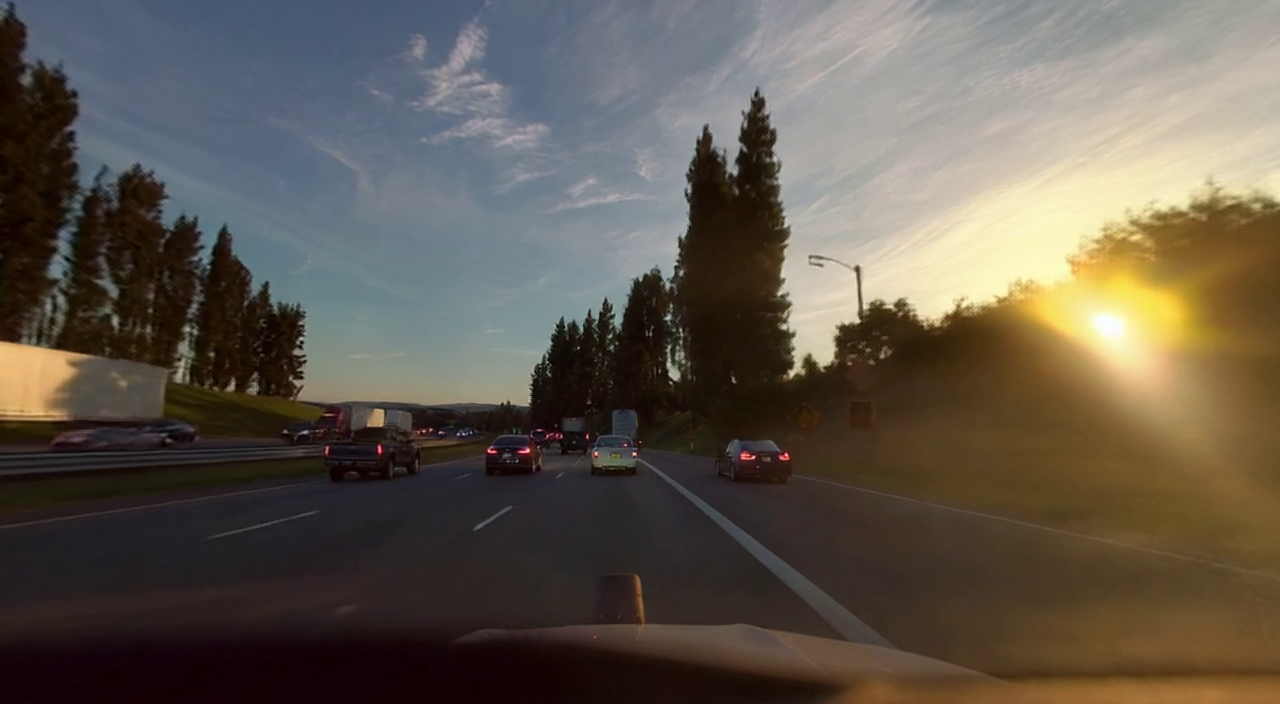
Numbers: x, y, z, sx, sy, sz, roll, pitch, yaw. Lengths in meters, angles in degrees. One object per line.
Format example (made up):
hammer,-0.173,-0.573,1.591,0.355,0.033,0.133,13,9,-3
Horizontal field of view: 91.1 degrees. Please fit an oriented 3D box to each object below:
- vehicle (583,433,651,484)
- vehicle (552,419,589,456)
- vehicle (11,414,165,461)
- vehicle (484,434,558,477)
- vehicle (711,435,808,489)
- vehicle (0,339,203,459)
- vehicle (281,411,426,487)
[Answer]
vehicle,-0.702,3.398,20.400,1.980,1.478,3.758,0,-8,-1
vehicle,-5.176,6.477,47.643,2.303,2.610,6.579,0,-8,-2
vehicle,-19.268,3.014,22.228,1.873,1.475,4.034,0,-8,-2
vehicle,-4.448,3.909,24.208,2.046,1.493,4.384,0,-8,0
vehicle,3.563,3.353,19.674,1.981,1.474,4.396,0,-8,-3
vehicle,-23.010,2.001,24.171,2.881,3.978,14.159,0,-8,-3
vehicle,-8.220,2.834,18.665,2.158,1.943,4.662,0,-8,-1
